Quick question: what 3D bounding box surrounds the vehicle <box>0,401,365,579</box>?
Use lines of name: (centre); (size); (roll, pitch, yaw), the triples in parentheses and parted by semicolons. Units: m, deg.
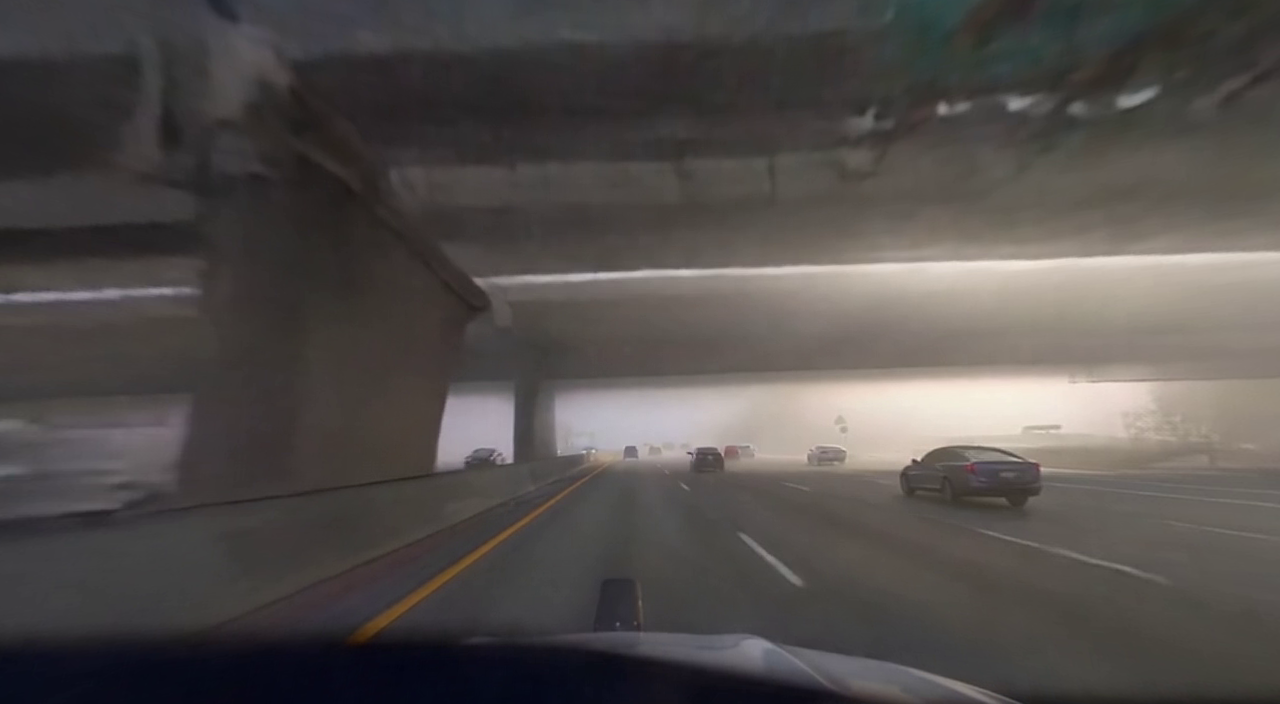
vehicle: (-6.469, 1.847, 9.402); (2.218, 1.829, 5.584); (0, -8, 0)

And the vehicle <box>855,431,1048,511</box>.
vehicle: (6.649, 2.581, 14.210); (1.952, 1.489, 4.483); (0, -8, -1)

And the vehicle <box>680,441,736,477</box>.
vehicle: (3.057, 4.937, 29.354); (1.993, 1.507, 4.594); (0, -8, -2)

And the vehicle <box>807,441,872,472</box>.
vehicle: (10.006, 5.255, 31.955); (1.838, 1.440, 4.121); (0, -8, -1)
